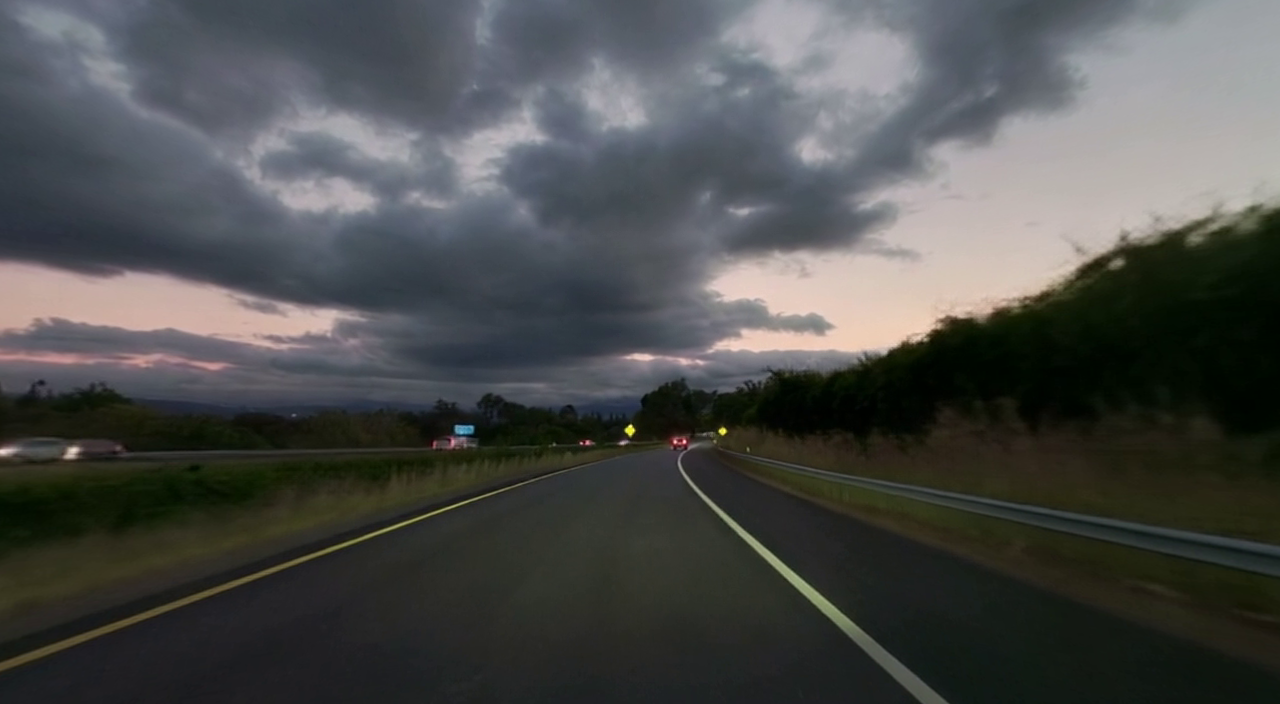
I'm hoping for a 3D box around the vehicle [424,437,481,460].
[{"bbox_3d":[-13.572,6.987,45.865,2.141,1.612,3.998,-2,-8,15],"label":"vehicle"}]
